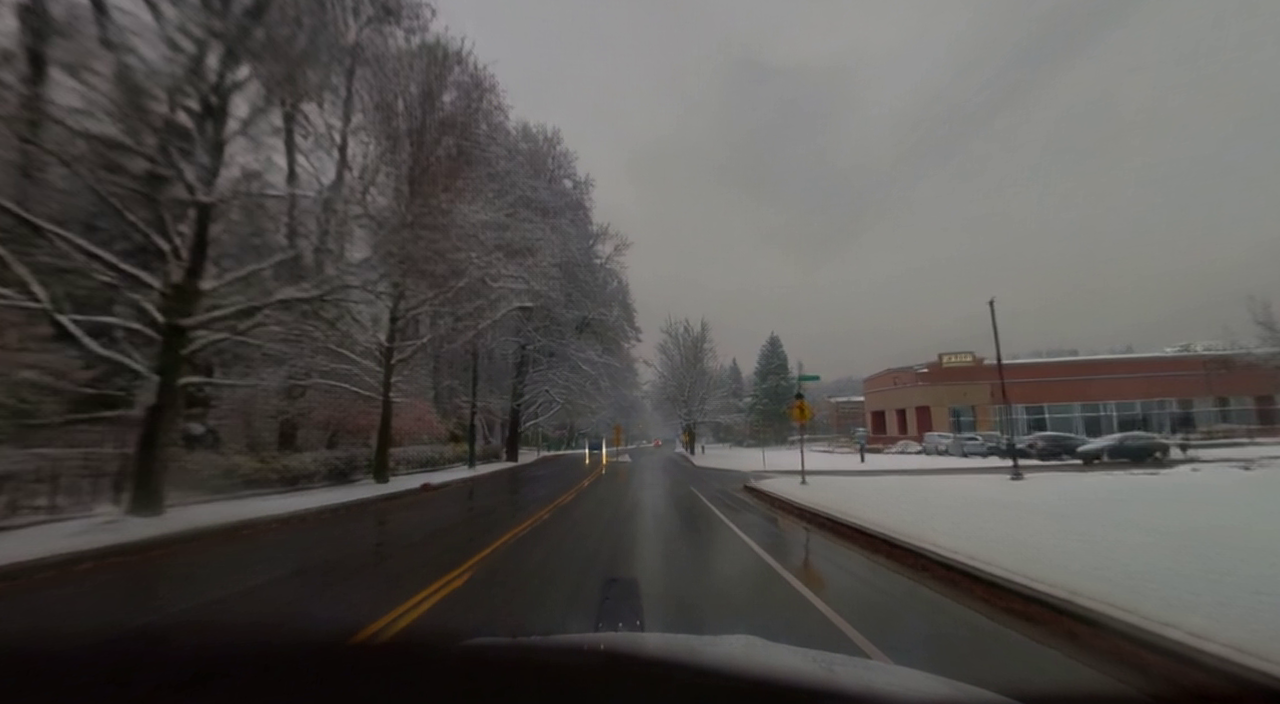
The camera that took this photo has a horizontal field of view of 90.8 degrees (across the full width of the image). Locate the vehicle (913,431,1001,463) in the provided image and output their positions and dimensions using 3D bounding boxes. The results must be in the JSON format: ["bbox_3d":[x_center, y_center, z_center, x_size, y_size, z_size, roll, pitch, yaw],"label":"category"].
[{"bbox_3d":[21.092,6.335,42.149,4.593,1.776,2.094,-4,-8,1],"label":"vehicle"}]

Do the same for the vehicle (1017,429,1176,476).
[{"bbox_3d":[16.396,3.629,22.918,4.134,1.580,1.952,-1,-8,6],"label":"vehicle"}]
